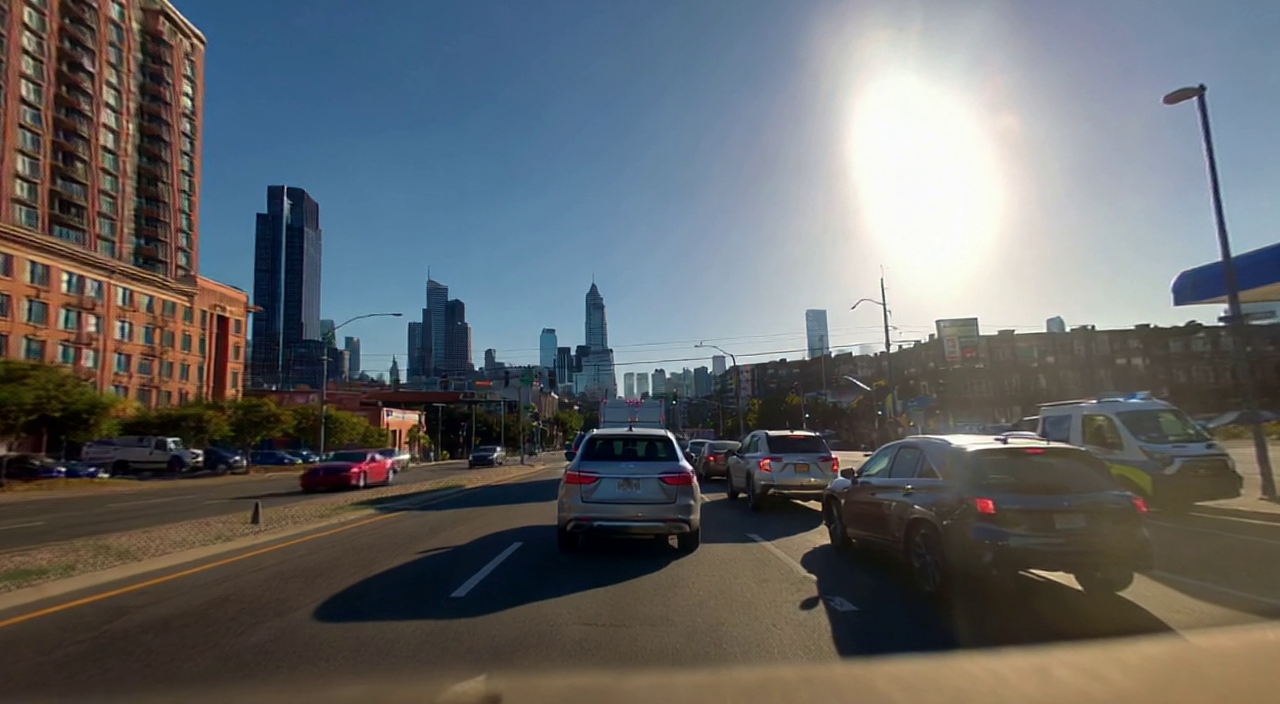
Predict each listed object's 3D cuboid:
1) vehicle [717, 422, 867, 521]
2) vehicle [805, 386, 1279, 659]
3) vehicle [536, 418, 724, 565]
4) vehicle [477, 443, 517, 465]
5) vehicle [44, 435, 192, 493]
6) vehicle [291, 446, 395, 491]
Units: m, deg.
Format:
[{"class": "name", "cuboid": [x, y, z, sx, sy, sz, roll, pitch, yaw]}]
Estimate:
[{"class": "vehicle", "cuboid": [2.904, 2.389, 13.092, 1.995, 1.677, 4.106, 0, -9, -1]}, {"class": "vehicle", "cuboid": [3.361, 1.397, 6.273, 2.056, 1.700, 4.399, 0, -9, -3]}, {"class": "vehicle", "cuboid": [-0.161, 1.849, 9.025, 2.106, 1.613, 3.697, 0, -9, -1]}, {"class": "vehicle", "cuboid": [-11.158, 7.995, 49.638, 2.055, 1.663, 4.637, -1, -9, 1]}, {"class": "vehicle", "cuboid": [-26.949, 5.757, 33.051, 2.571, 2.711, 6.027, 0, -9, 0]}, {"class": "vehicle", "cuboid": [-11.380, 4.466, 24.599, 1.955, 1.546, 4.232, 0, -9, 0]}]
